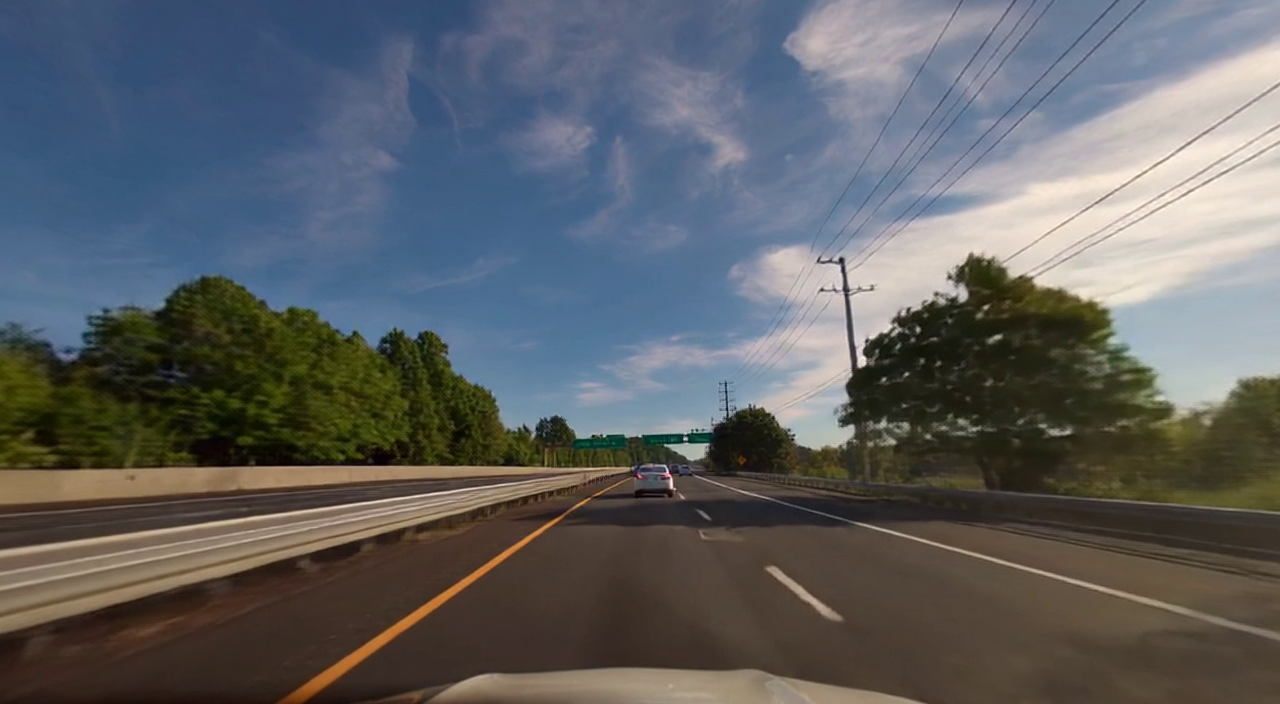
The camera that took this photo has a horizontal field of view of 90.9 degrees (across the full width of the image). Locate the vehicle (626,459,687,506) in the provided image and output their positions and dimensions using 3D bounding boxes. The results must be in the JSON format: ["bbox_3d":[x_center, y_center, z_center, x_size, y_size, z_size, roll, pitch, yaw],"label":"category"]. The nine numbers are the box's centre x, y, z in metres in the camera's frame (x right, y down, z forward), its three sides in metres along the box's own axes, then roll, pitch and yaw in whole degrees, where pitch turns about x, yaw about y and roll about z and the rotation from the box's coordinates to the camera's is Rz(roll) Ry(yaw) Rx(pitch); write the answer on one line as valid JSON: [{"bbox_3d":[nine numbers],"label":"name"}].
[{"bbox_3d":[0.535,4.622,22.530,1.987,1.480,3.786,1,-10,0],"label":"vehicle"}]
